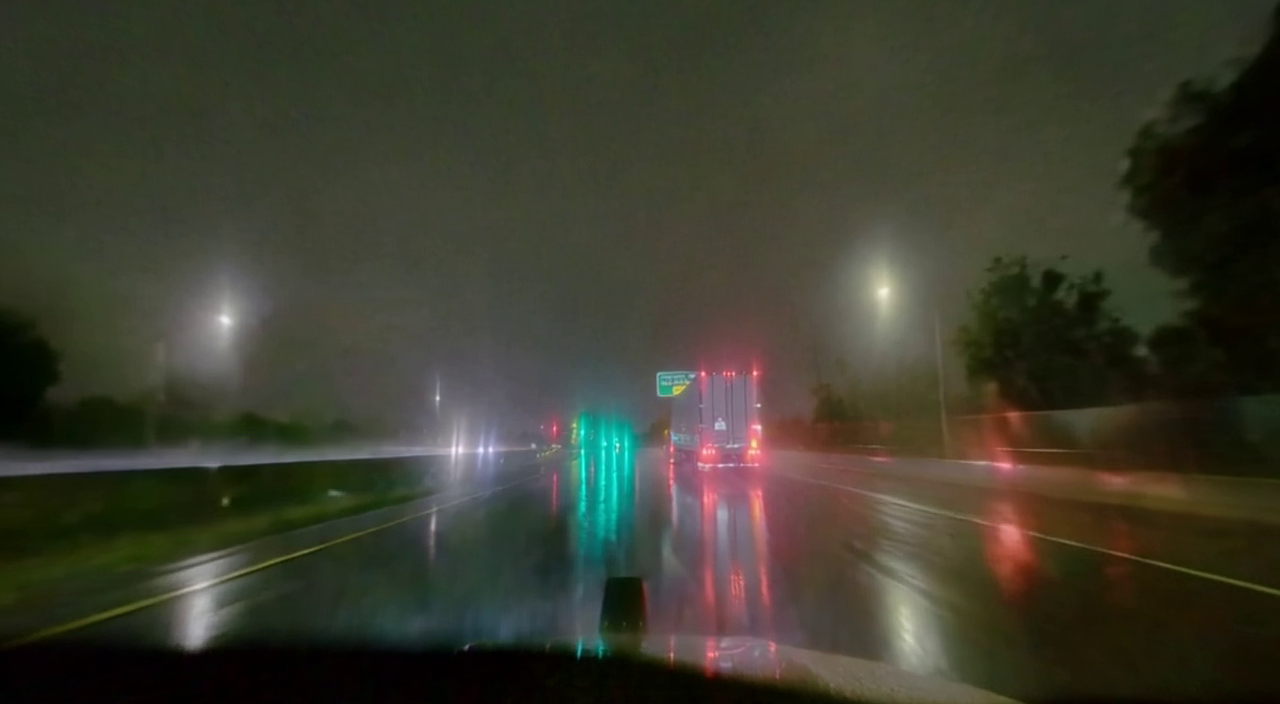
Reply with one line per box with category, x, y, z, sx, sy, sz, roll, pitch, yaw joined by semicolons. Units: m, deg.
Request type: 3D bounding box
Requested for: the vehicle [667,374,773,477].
vehicle;3.668;4.298;34.995;2.932;4.205;18.253;0;-8;-2
